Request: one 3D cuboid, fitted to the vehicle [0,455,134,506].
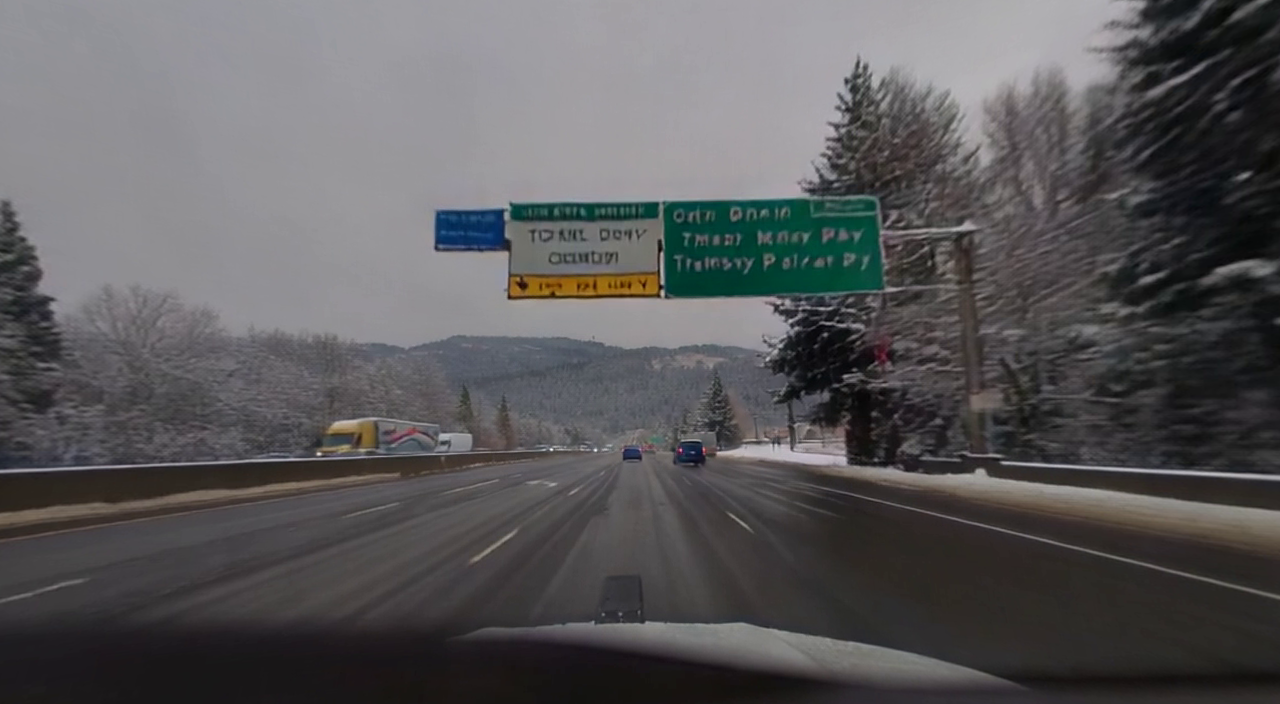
[{"bbox_3d":[-21.284,4.573,22.927,1.923,1.560,4.760,0,-9,0],"label":"vehicle"}]

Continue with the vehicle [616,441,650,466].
[{"bbox_3d":[-0.500,7.278,45.493,2.325,1.712,4.592,0,-9,0],"label":"vehicle"}]

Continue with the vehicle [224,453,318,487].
[{"bbox_3d":[-17.573,5.628,30.378,1.825,1.456,4.451,0,-9,0],"label":"vehicle"}]

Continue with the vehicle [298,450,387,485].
[{"bbox_3d":[-13.829,5.368,29.724,1.878,1.462,4.573,0,-9,1],"label":"vehicle"}]

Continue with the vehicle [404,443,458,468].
[{"bbox_3d":[-14.045,6.989,42.775,2.090,1.598,4.713,0,-9,0],"label":"vehicle"}]

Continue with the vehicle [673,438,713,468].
[{"bbox_3d":[3.321,6.502,40.687,2.036,1.796,4.470,0,-9,-2],"label":"vehicle"}]

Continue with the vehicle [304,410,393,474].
[{"bbox_3d":[-21.267,6.657,46.619,3.228,4.337,6.550,0,-9,0],"label":"vehicle"}]
